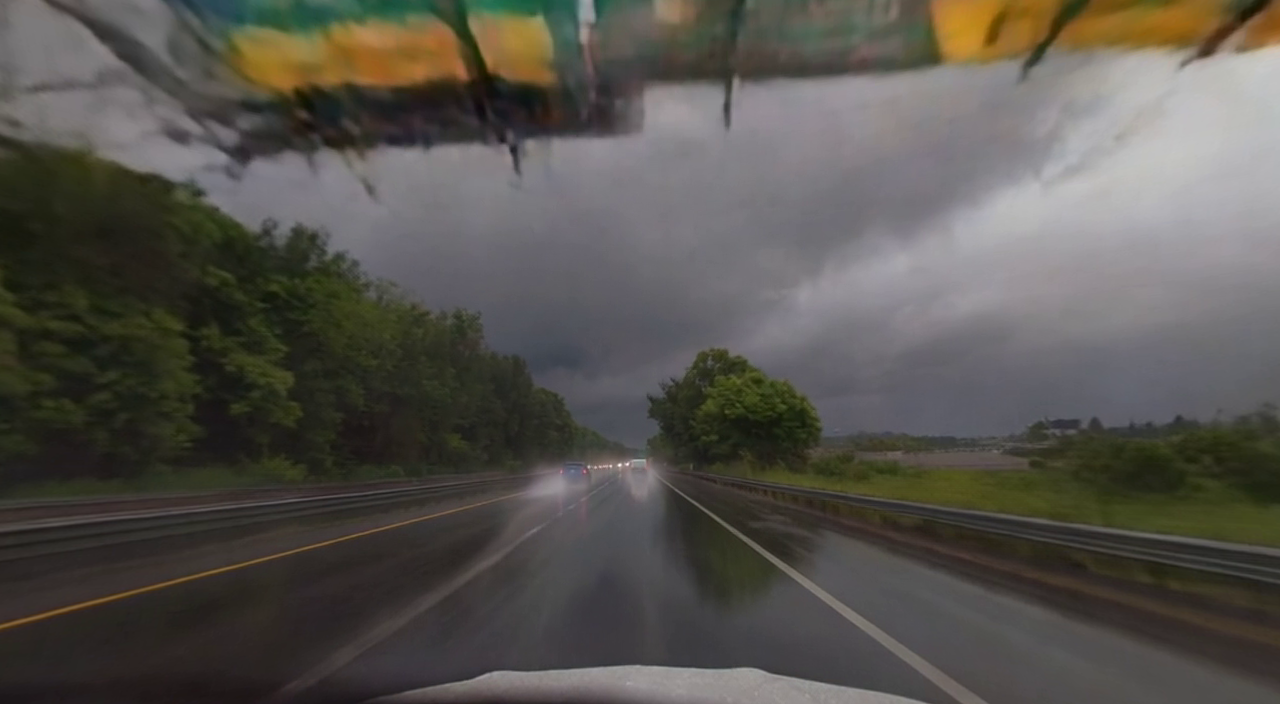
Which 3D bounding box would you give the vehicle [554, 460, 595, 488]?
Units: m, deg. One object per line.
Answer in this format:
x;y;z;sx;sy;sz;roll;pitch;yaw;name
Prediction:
-4.001;7.565;39.267;2.081;1.586;4.245;1;-10;0;vehicle
